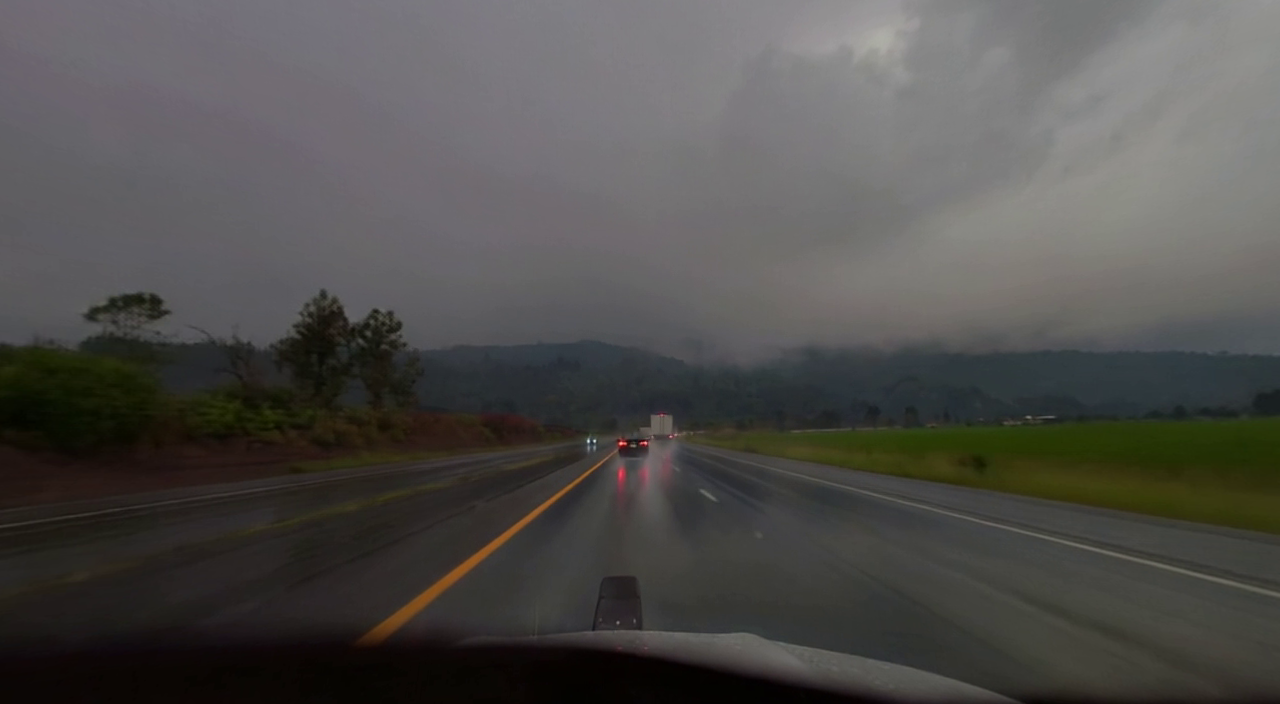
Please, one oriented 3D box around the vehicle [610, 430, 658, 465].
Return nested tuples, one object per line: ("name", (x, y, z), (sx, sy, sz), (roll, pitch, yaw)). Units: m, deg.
("vehicle", (-0.326, 4.768, 31.654), (2.216, 1.623, 4.220), (0, -8, -1))
